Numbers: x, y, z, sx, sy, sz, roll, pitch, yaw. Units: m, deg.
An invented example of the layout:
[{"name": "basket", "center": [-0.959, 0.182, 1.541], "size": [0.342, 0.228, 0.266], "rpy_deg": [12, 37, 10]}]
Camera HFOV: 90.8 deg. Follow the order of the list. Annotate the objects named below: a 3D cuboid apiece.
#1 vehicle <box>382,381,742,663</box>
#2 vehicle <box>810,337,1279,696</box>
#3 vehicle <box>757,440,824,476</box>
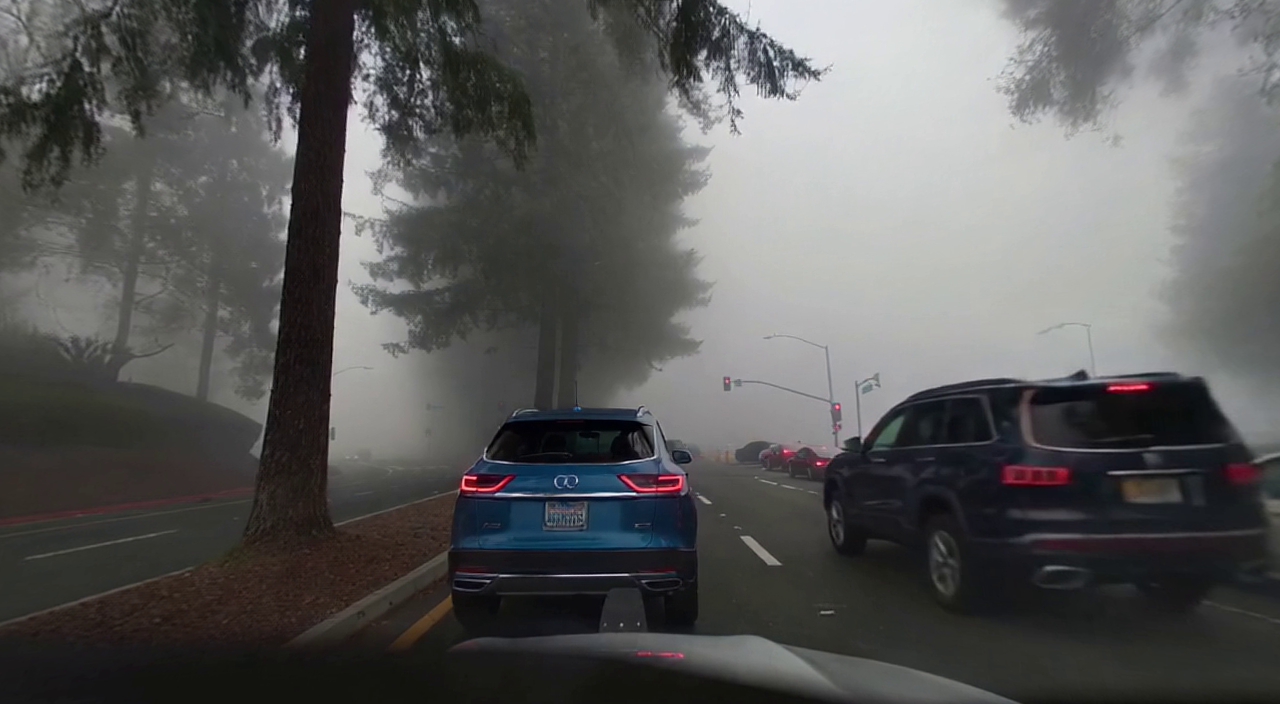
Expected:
[{"name": "vehicle", "center": [-0.422, 1.353, 6.083], "size": [2.201, 1.709, 4.271], "rpy_deg": [0, -9, 2]}, {"name": "vehicle", "center": [3.402, 1.222, 5.868], "size": [2.200, 1.909, 4.853], "rpy_deg": [0, -9, -1]}, {"name": "vehicle", "center": [6.706, 4.757, 28.660], "size": [1.917, 1.489, 4.625], "rpy_deg": [0, -9, 0]}]
